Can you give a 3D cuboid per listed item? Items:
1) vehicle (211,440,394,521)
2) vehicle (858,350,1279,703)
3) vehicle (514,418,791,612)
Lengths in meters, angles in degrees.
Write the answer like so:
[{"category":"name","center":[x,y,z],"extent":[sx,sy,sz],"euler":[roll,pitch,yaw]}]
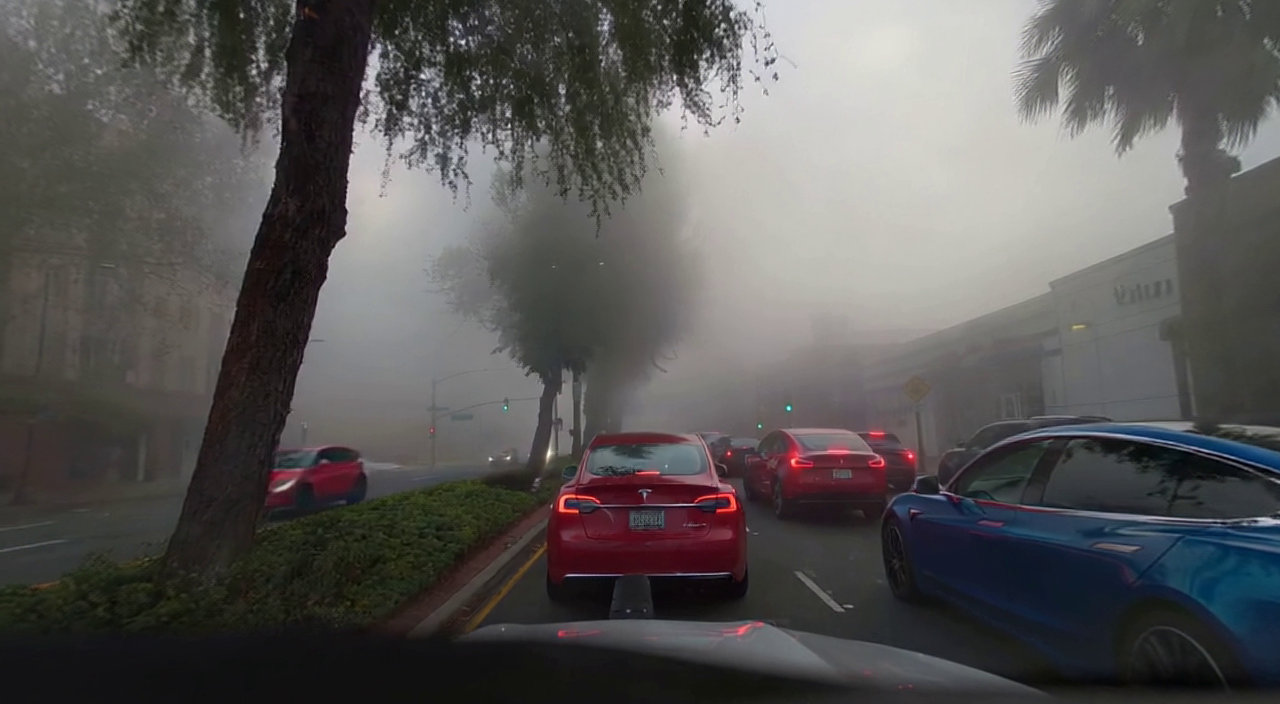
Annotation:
[{"category":"vehicle","center":[-7.875,2.995,15.313],"extent":[1.999,1.662,4.291],"euler":[0,-8,1]},{"category":"vehicle","center":[3.194,1.092,3.966],"extent":[2.038,1.651,4.455],"euler":[0,-8,0]},{"category":"vehicle","center":[0.108,1.555,6.916],"extent":[2.137,1.488,3.938],"euler":[0,-8,0]}]
